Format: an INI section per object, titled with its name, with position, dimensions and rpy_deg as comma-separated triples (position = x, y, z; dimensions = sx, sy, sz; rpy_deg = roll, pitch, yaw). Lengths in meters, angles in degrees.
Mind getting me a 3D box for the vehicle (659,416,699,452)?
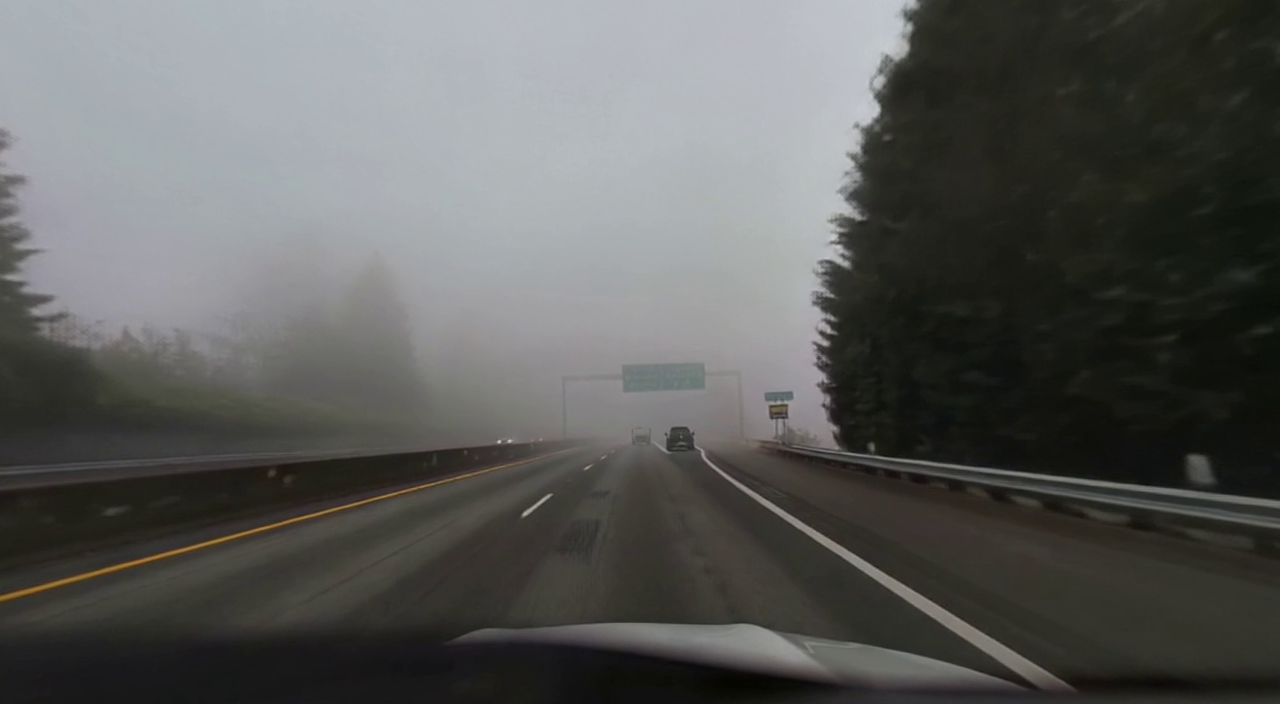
[vehicle]
position = 2.604, 5.636, 43.362
dimensions = 2.450, 2.314, 4.753
rpy_deg = 0, -8, 0
